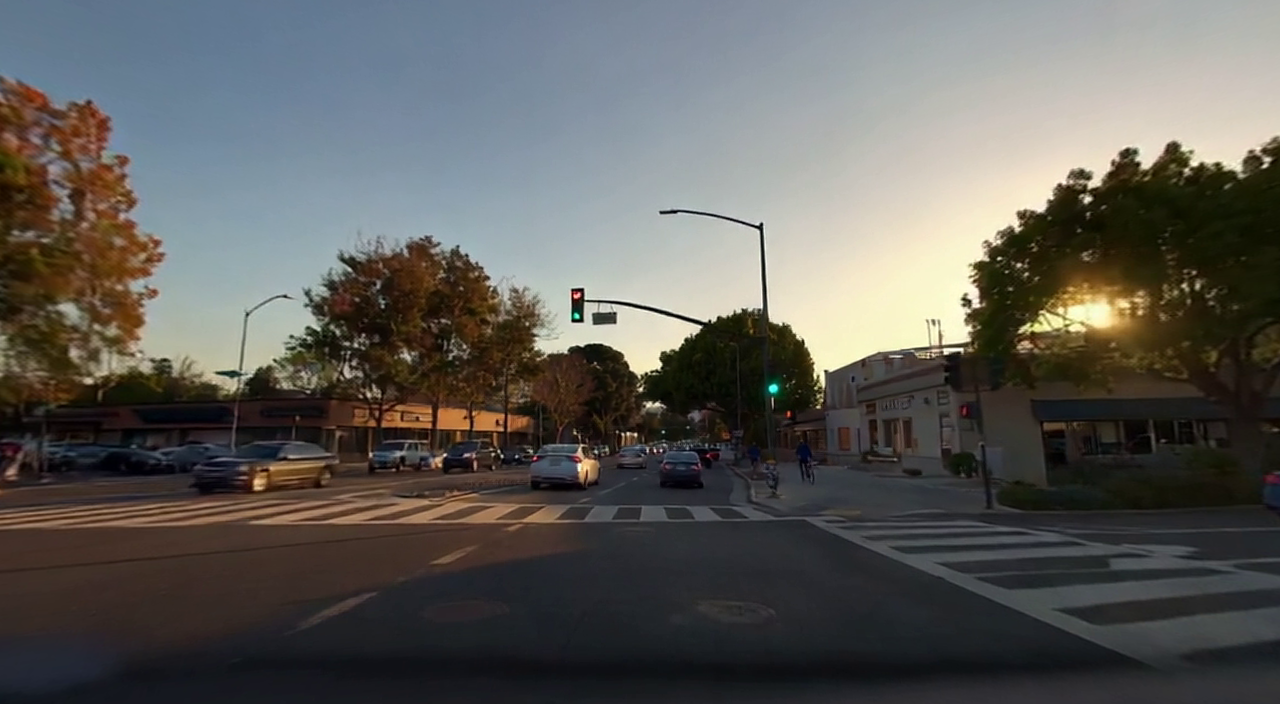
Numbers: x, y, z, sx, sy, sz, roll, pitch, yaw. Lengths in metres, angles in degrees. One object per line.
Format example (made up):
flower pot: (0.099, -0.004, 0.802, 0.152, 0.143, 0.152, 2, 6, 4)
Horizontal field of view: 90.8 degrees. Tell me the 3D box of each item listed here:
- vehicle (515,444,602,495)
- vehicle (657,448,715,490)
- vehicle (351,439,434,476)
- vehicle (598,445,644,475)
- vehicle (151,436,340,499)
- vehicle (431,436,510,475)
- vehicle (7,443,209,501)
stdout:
vehicle: (-2.542, 3.763, 20.724, 1.921, 1.477, 4.083, -1, -9, 6)
vehicle: (1.819, 4.492, 24.678, 2.085, 1.475, 3.976, -1, -9, 5)
vehicle: (-12.559, 5.378, 32.426, 1.961, 1.731, 4.450, -1, -9, 8)
vehicle: (-0.969, 5.962, 35.075, 1.887, 1.517, 4.254, -1, -9, 8)
vehicle: (-10.905, 3.202, 18.006, 1.923, 1.516, 4.727, -1, -9, 8)
vehicle: (-8.812, 5.423, 33.313, 2.221, 1.856, 4.847, -1, -9, 8)
vehicle: (-15.322, 3.439, 18.586, 1.896, 1.455, 4.257, -2, -8, 9)
